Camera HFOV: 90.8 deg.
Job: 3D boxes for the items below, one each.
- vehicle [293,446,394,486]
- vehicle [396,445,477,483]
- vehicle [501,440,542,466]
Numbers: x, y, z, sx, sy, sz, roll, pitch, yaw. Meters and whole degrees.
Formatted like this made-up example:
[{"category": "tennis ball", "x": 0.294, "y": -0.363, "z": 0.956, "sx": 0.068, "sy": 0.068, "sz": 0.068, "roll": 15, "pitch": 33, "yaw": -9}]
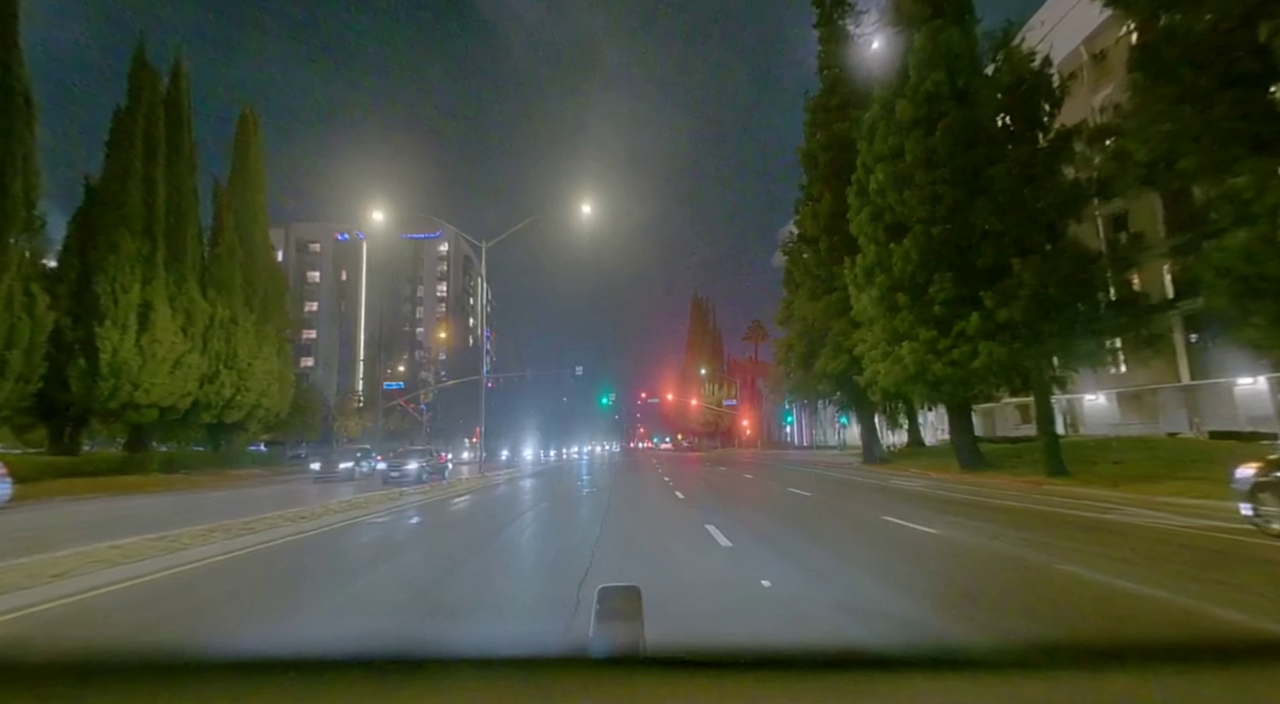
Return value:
[{"category": "vehicle", "x": -12.075, "y": 4.636, "z": 26.117, "sx": 1.969, "sy": 1.490, "sz": 4.488, "roll": 0, "pitch": -8, "yaw": 0}, {"category": "vehicle", "x": -8.468, "y": 4.664, "z": 26.707, "sx": 1.899, "sy": 1.465, "sz": 4.443, "roll": 0, "pitch": -8, "yaw": 0}, {"category": "vehicle", "x": -8.614, "y": 7.373, "z": 46.291, "sx": 2.131, "sy": 1.836, "sz": 4.670, "roll": 0, "pitch": -8, "yaw": 0}]
